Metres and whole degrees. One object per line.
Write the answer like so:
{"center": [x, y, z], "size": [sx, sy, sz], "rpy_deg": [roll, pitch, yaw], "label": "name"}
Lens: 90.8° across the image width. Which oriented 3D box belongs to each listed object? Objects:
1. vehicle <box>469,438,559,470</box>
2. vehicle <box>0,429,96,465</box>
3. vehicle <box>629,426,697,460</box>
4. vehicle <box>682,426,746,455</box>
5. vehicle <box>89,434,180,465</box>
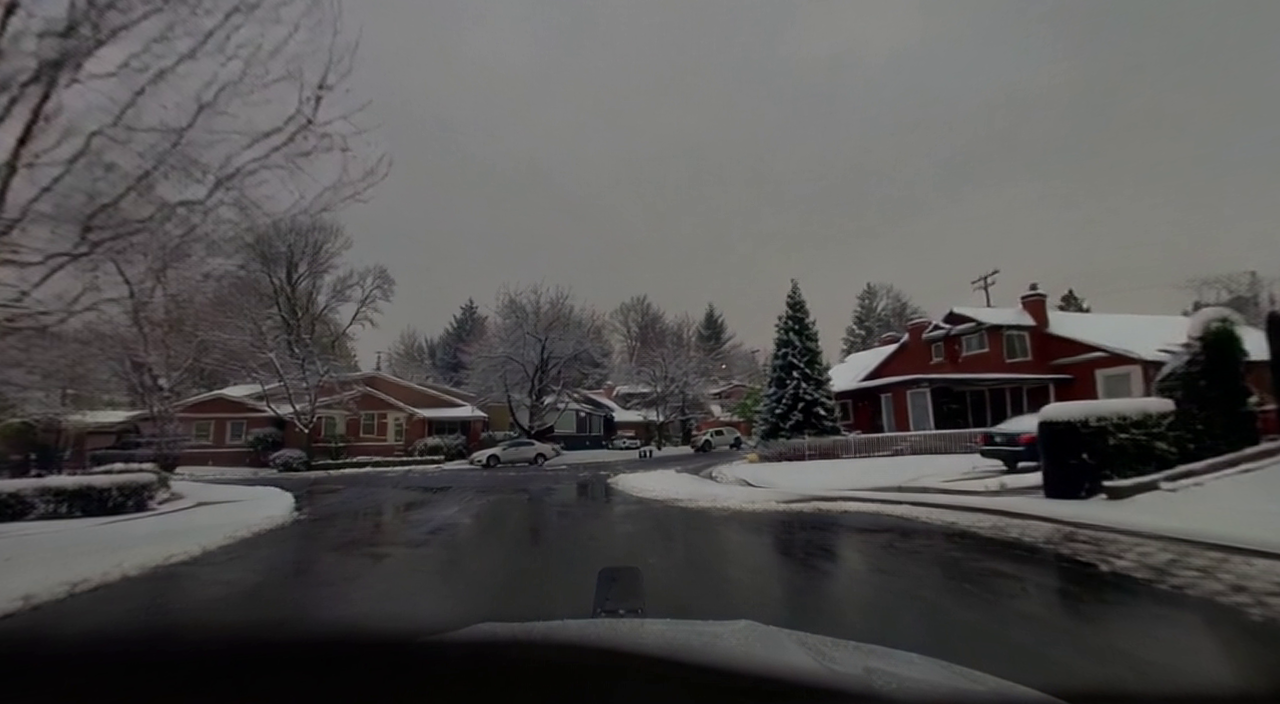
{"center": [-7.445, 6.079, 37.608], "size": [4.815, 1.827, 2.147], "rpy_deg": [-1, -9, 5], "label": "vehicle"}
{"center": [-30.016, 4.684, 31.144], "size": [4.435, 1.707, 2.046], "rpy_deg": [0, -9, 2], "label": "vehicle"}
{"center": [1.540, 5.951, 41.428], "size": [2.310, 1.701, 4.280], "rpy_deg": [-7, -5, 37], "label": "vehicle"}
{"center": [4.894, 5.818, 41.318], "size": [2.152, 1.773, 4.495], "rpy_deg": [-7, -11, 37], "label": "vehicle"}
{"center": [-29.518, 5.679, 36.904], "size": [4.237, 1.728, 2.203], "rpy_deg": [-3, -9, 22], "label": "vehicle"}
